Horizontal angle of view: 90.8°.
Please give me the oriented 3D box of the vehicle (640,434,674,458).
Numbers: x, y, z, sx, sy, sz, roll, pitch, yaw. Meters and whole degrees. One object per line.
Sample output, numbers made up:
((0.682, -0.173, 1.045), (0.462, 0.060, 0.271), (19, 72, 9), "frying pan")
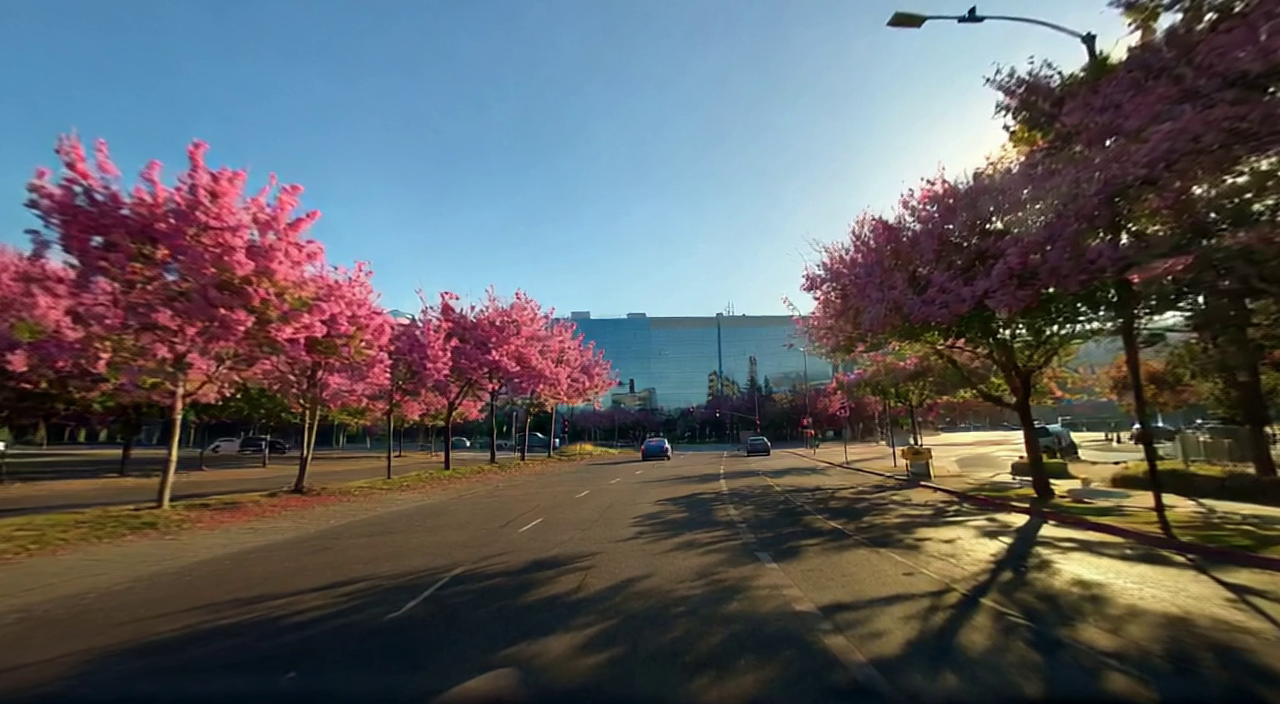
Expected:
((1.326, 6.969, 46.913), (1.995, 1.703, 4.367), (-1, -9, 8), "vehicle")
